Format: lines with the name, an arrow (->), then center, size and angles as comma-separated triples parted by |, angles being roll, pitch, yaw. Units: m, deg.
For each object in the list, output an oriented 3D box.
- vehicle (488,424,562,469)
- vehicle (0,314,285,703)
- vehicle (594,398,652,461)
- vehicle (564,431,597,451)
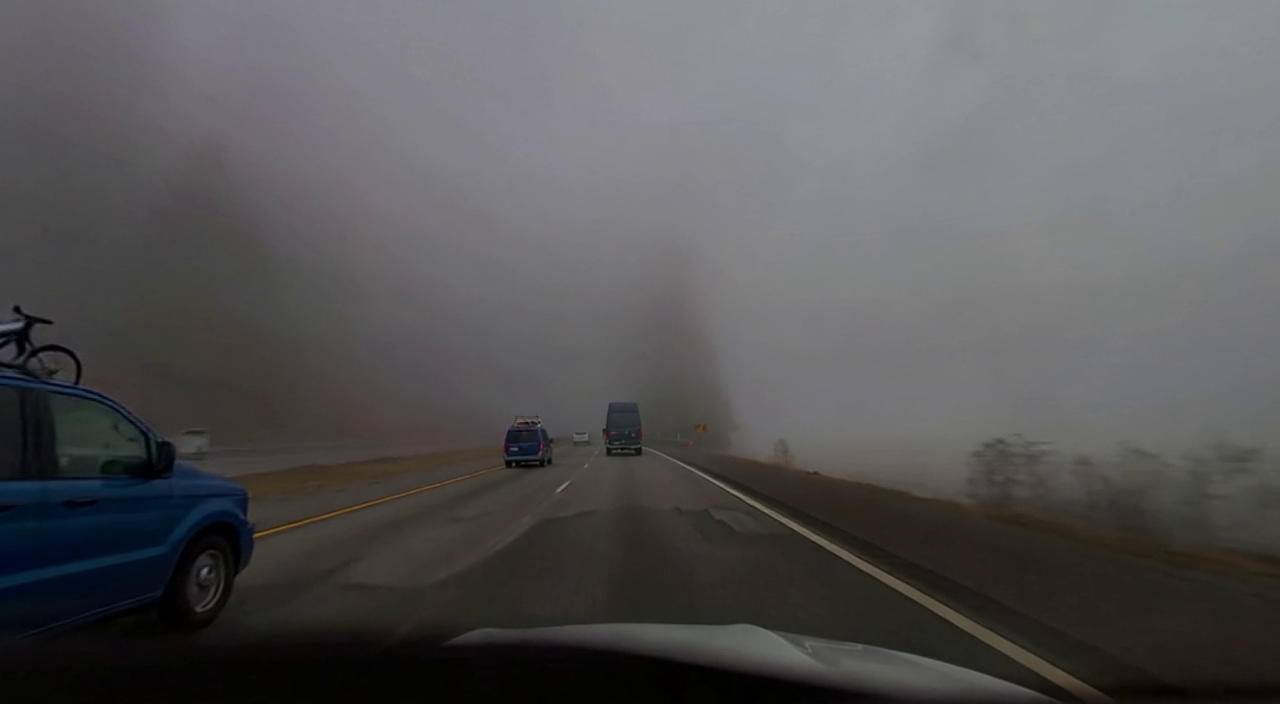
vehicle -> -4.421, 3.712, 24.957 | 2.110, 1.636, 4.453 | 0, -8, -1
vehicle -> -3.650, 0.684, 2.274 | 2.069, 1.751, 4.720 | 0, -8, -2
vehicle -> -0.922, 3.997, 32.271 | 2.647, 2.896, 6.480 | 0, -8, -3
vehicle -> -4.544, 6.865, 48.834 | 2.251, 1.459, 4.236 | 0, -8, -2
